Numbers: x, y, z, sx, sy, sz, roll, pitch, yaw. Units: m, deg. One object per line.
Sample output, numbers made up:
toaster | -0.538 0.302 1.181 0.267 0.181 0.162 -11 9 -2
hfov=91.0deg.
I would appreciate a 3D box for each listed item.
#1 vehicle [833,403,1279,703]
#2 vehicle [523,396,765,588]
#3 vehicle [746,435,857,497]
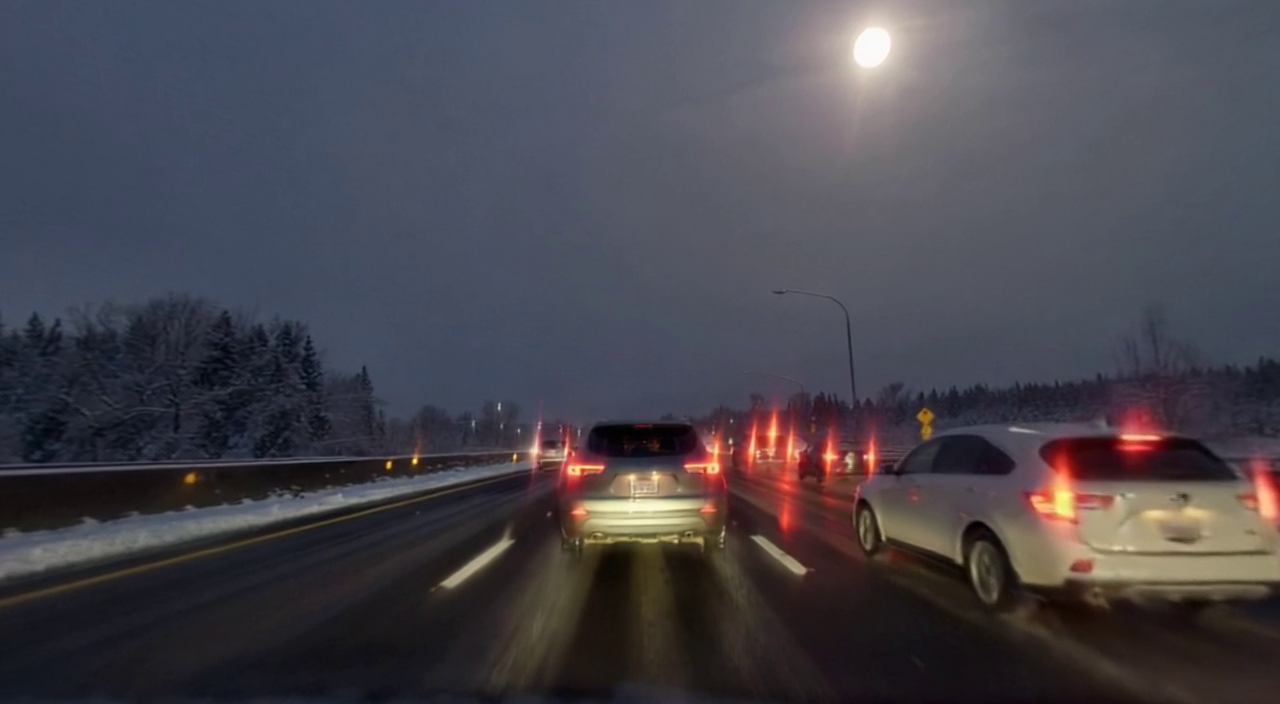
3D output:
vehicle | 3.439 1.392 5.573 2.028 1.534 4.691 0 -9 1
vehicle | -0.064 1.598 7.878 2.230 1.740 3.976 1 -9 -3
vehicle | 4.796 3.461 19.442 1.972 1.647 4.429 1 -9 -4
